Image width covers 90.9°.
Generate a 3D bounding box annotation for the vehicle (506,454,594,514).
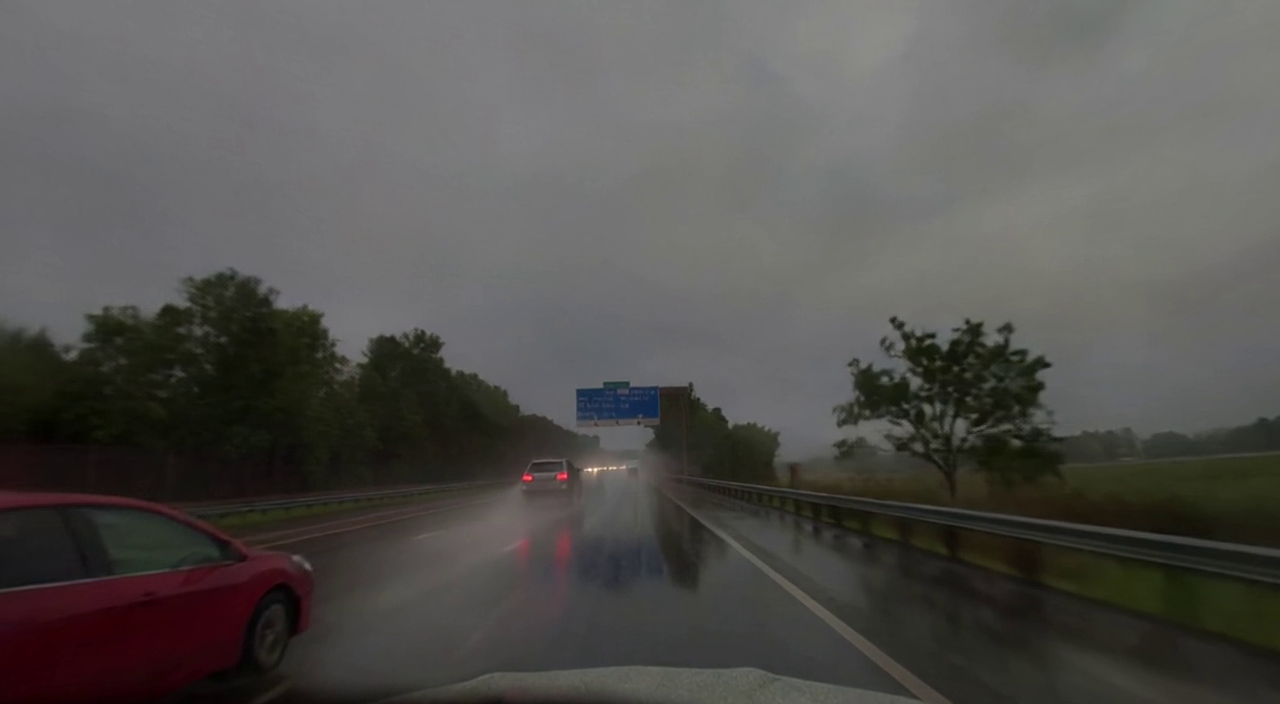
[{"bbox_3d":[-2.777,4.263,20.612,2.107,1.668,4.554,1,-11,1],"label":"vehicle"}]
